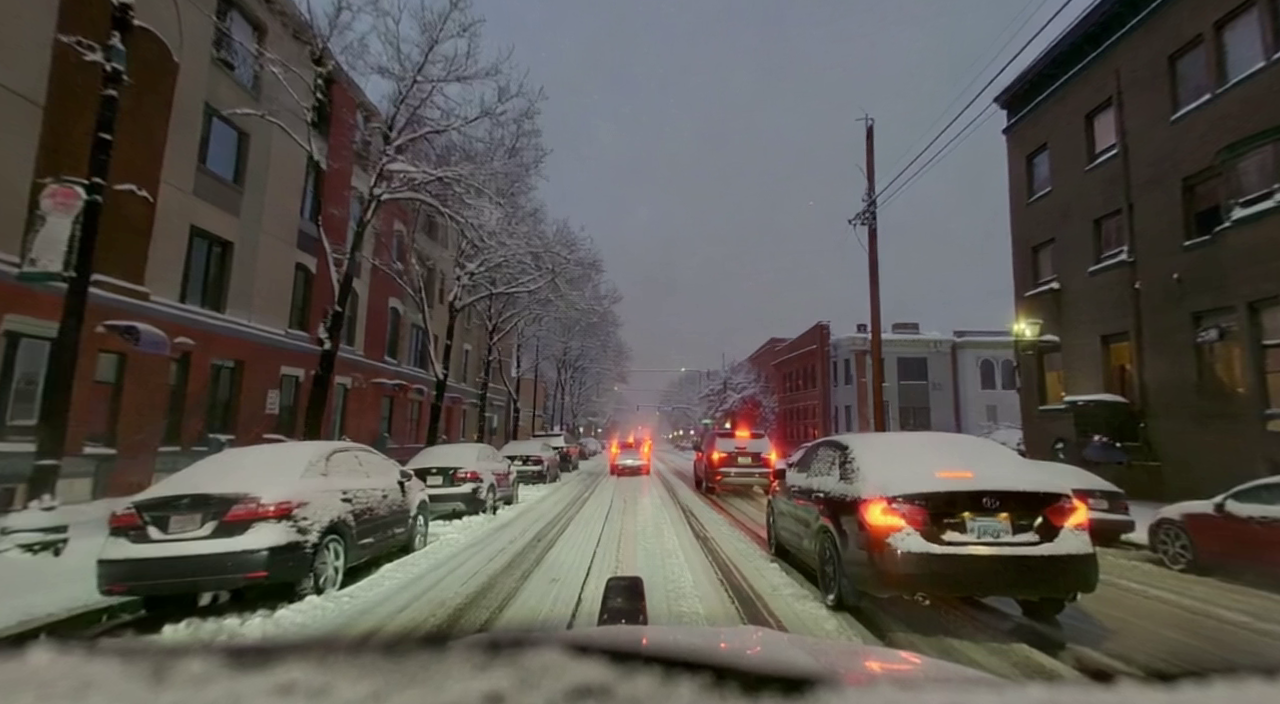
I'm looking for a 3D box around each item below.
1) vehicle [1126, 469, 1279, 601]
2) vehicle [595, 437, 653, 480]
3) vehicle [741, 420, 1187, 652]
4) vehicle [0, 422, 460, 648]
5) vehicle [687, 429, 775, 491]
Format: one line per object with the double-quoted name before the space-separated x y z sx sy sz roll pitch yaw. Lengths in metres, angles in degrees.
"vehicle" 8.537 2.237 7.550 1.862 1.461 4.324 0 -8 0
"vehicle" -0.550 3.954 23.621 2.007 1.460 3.923 0 -8 0
"vehicle" 2.496 1.542 6.465 2.080 1.495 4.591 0 -8 -1
"vehicle" -3.515 1.577 6.616 1.955 1.504 4.618 0 -8 -1
"vehicle" 2.717 3.353 19.880 2.002 1.707 4.547 0 -8 -1
